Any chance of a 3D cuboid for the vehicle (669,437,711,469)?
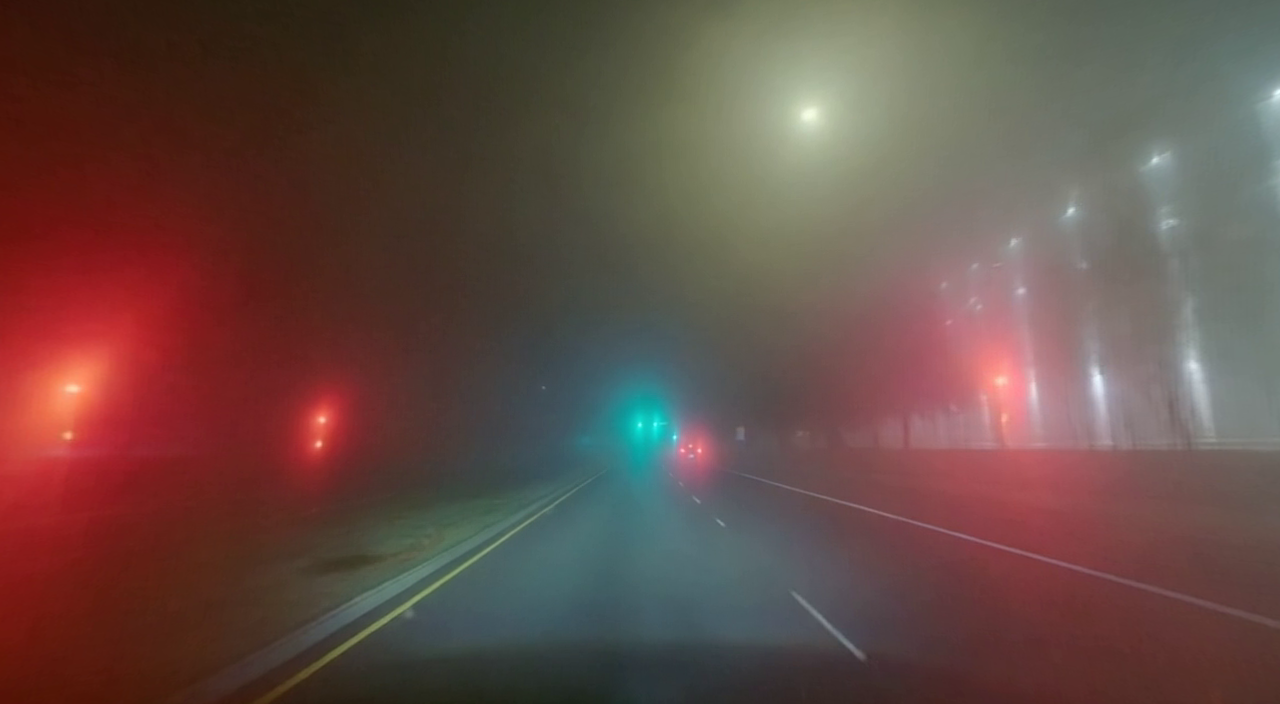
[{"bbox_3d":[3.026,6.273,39.482,2.085,1.828,5.383,0,-8,-1],"label":"vehicle"}]
